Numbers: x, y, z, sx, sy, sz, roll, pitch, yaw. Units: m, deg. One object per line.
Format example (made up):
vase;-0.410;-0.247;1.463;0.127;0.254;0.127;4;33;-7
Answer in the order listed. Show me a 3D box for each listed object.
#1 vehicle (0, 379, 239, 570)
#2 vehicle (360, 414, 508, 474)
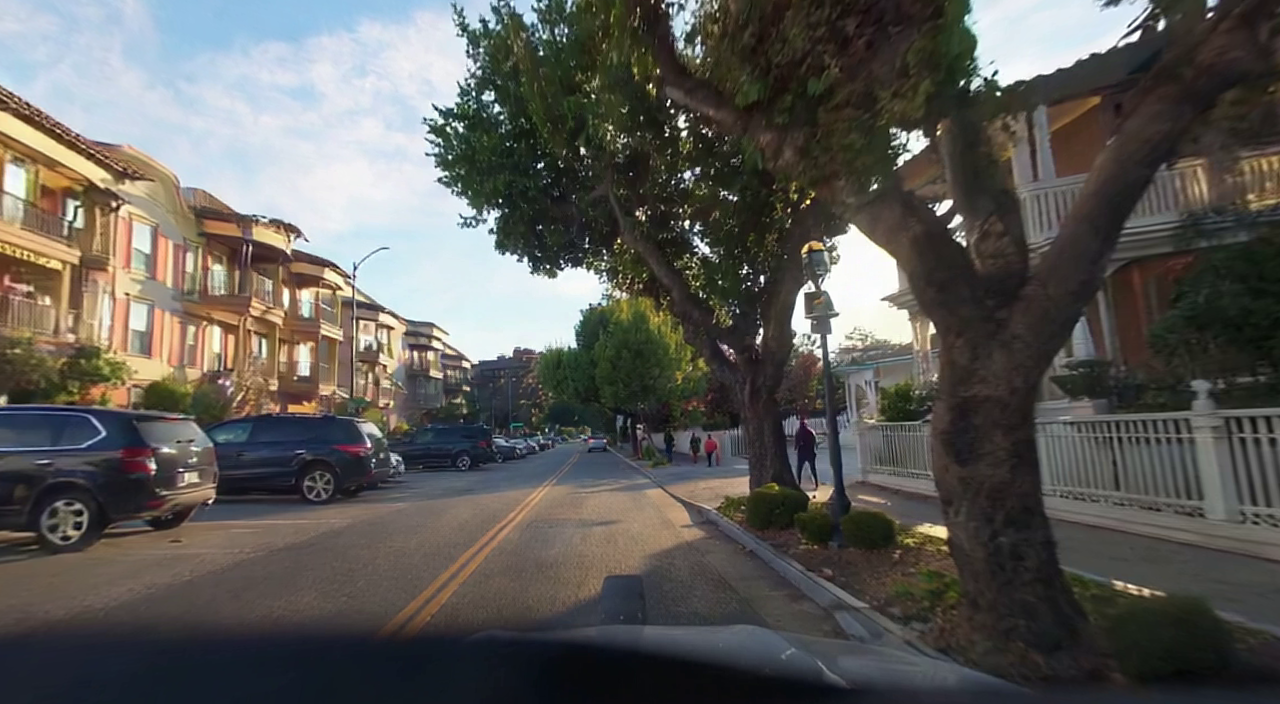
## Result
vehicle;-7.682;1.437;7.664;4.254;1.953;2.097;-2;-5;-5
vehicle;-8.790;3.991;27.477;5.592;2.439;2.515;1;-8;-5
